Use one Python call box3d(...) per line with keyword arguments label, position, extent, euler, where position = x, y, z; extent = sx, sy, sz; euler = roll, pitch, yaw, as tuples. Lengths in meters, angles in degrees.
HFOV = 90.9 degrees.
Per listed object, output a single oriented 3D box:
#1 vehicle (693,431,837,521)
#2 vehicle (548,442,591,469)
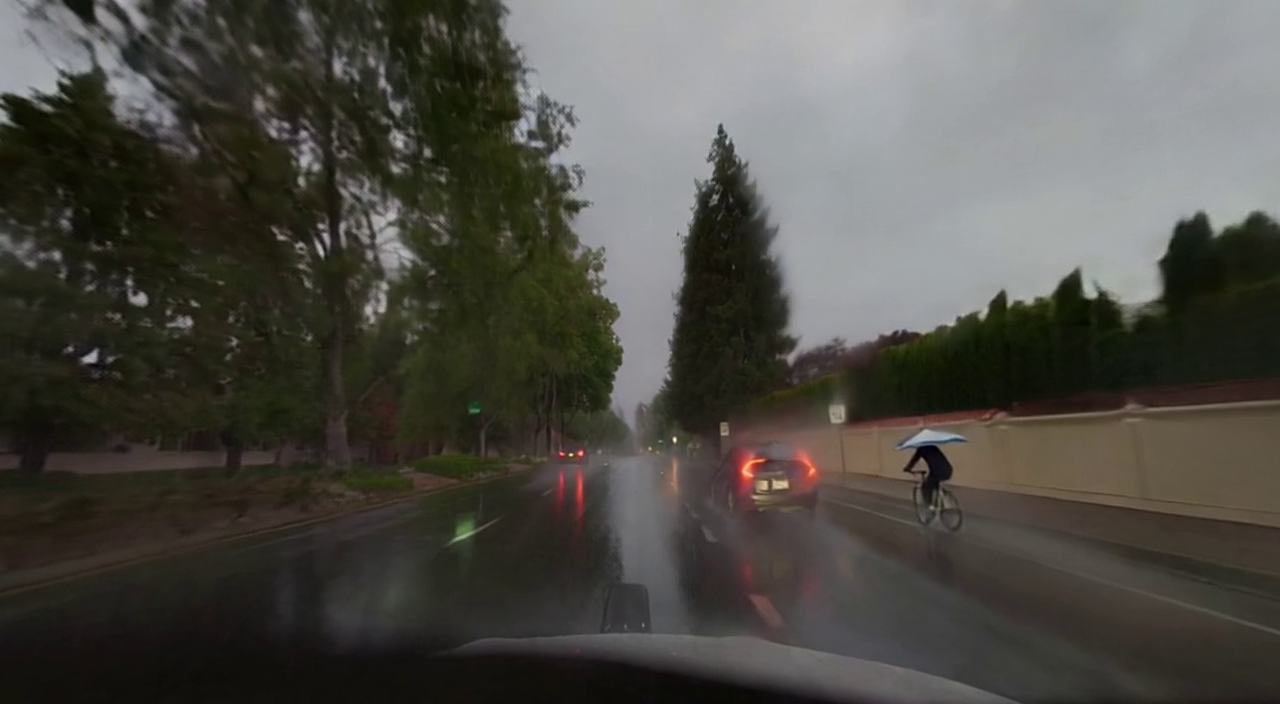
box3d(label="vehicle", position=(2.319, 2.456, 13.025), extent=(1.992, 1.511, 4.464), euler=(0, -9, -1))
box3d(label="vehicle", position=(-4.075, 6.102, 37.283), extent=(2.011, 1.480, 4.517), euler=(0, -9, 0))
